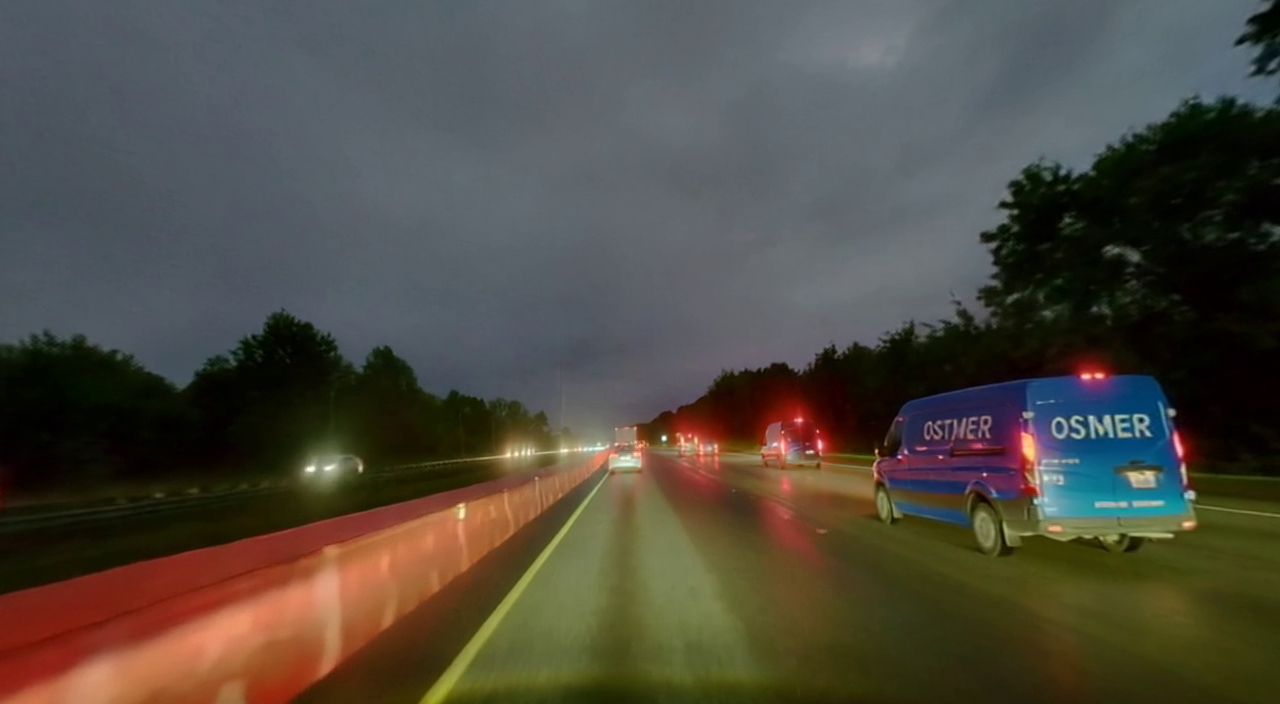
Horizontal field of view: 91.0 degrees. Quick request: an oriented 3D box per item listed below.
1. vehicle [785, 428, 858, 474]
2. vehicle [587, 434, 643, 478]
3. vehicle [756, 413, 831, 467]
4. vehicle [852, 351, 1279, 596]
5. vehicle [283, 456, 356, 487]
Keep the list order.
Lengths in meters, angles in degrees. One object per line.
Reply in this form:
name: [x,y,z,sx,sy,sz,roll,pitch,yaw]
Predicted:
vehicle: [8.232,4.509,28.870,2.255,1.960,3.229,0,-8,-1]
vehicle: [-0.987,4.175,25.524,2.100,1.636,3.620,0,-8,-2]
vehicle: [8.076,4.744,33.842,2.385,2.635,5.633,0,-8,-2]
vehicle: [4.750,1.346,7.825,2.223,2.008,5.121,0,-8,-2]
vehicle: [-18.223,6.781,36.034,1.868,1.545,4.470,0,-8,0]
